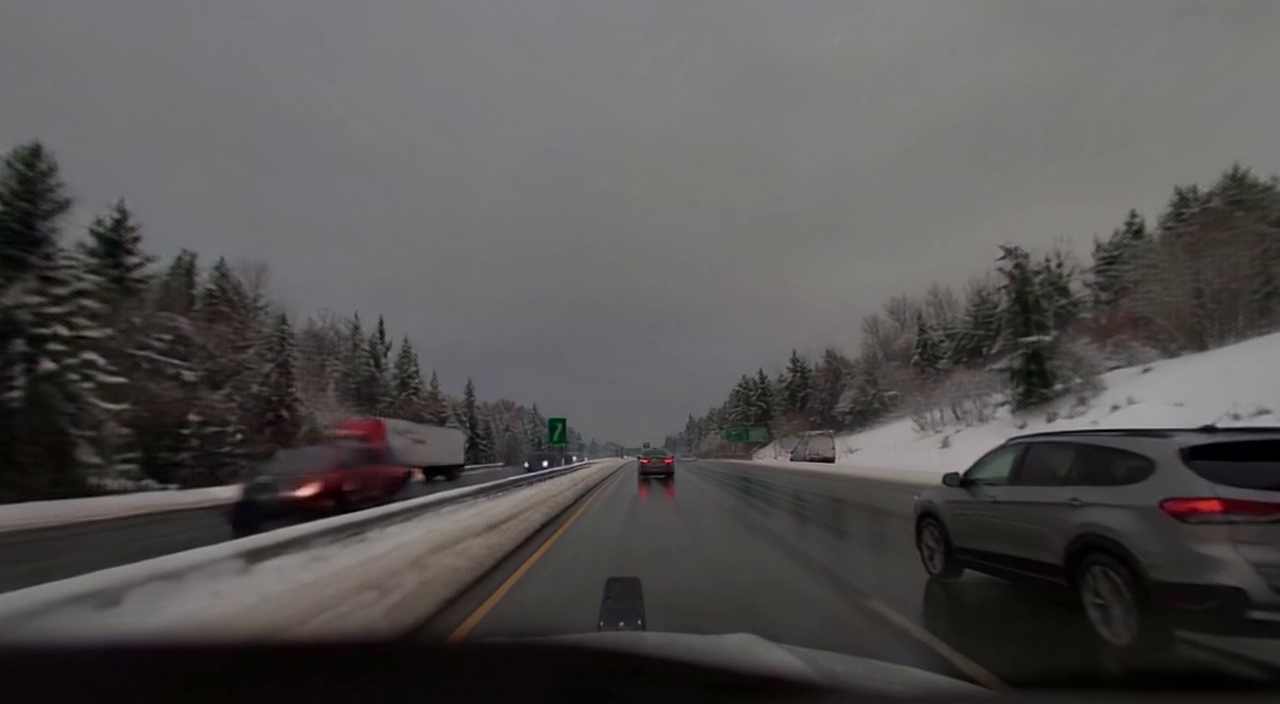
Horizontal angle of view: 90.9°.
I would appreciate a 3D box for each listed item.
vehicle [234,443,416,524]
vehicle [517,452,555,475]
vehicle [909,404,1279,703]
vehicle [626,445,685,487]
[{"bbox_3d":[-6.965,2.924,14.544,1.992,1.575,4.183,0,-9,0],"label":"vehicle"},{"bbox_3d":[-7.404,7.947,45.126,1.911,1.497,4.500,0,-9,0],"label":"vehicle"},{"bbox_3d":[3.746,1.192,4.141,2.029,1.475,4.279,0,-9,0],"label":"vehicle"},{"bbox_3d":[0.578,4.556,25.476,2.177,1.520,4.278,0,-9,0],"label":"vehicle"}]
